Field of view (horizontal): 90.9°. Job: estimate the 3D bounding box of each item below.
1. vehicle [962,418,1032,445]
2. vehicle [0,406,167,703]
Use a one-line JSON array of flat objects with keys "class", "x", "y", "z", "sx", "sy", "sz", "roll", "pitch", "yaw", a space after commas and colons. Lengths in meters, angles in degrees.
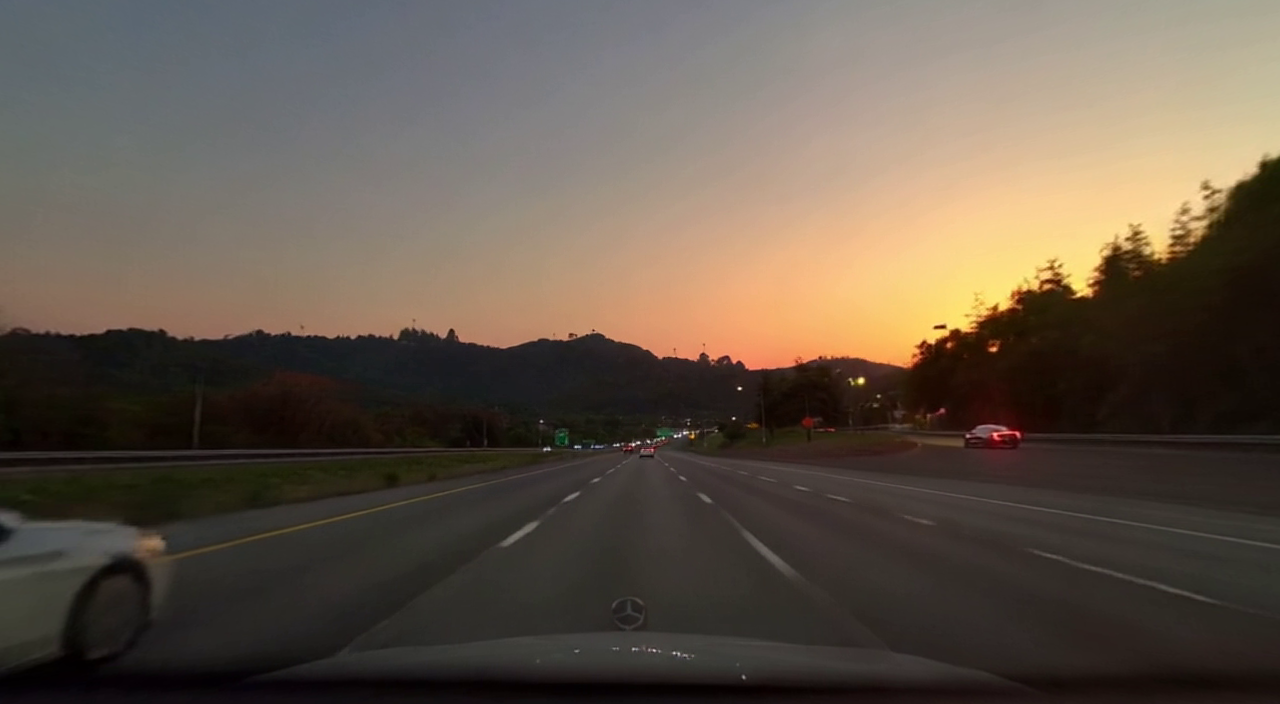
[{"class": "vehicle", "x": 23.868, "y": 5.387, "z": 42.353, "sx": 2.235, "sy": 1.713, "sz": 4.397, "roll": 0, "pitch": -8, "yaw": 1}, {"class": "vehicle", "x": -4.119, "y": 0.851, "z": 1.830, "sx": 2.021, "sy": 1.526, "sz": 4.385, "roll": 0, "pitch": -8, "yaw": 1}]
